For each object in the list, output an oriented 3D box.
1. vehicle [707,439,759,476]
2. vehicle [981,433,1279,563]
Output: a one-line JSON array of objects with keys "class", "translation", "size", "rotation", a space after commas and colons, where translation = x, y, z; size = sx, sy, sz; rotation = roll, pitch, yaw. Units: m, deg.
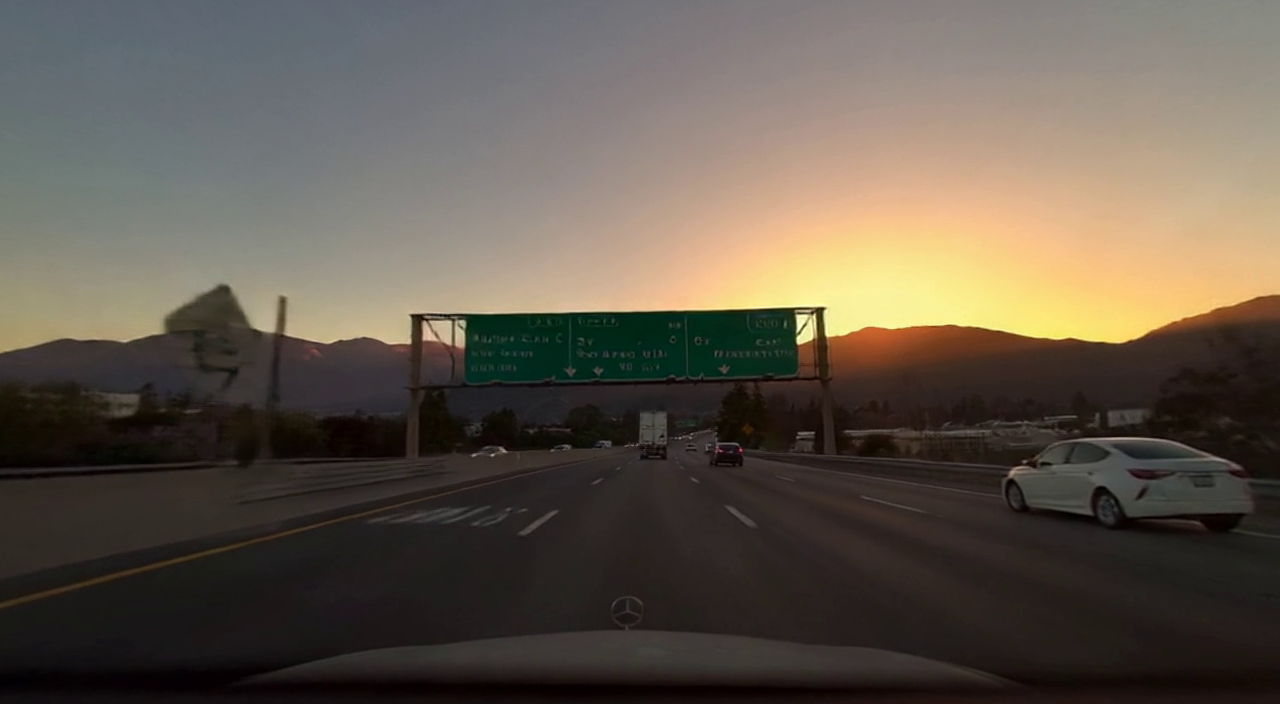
[{"class": "vehicle", "translation": [4.310, 4.940, 29.750], "size": [1.880, 1.624, 3.941], "rotation": [0, -8, 0]}, {"class": "vehicle", "translation": [7.160, 1.961, 9.242], "size": [1.982, 1.440, 4.171], "rotation": [0, -8, 0]}]
